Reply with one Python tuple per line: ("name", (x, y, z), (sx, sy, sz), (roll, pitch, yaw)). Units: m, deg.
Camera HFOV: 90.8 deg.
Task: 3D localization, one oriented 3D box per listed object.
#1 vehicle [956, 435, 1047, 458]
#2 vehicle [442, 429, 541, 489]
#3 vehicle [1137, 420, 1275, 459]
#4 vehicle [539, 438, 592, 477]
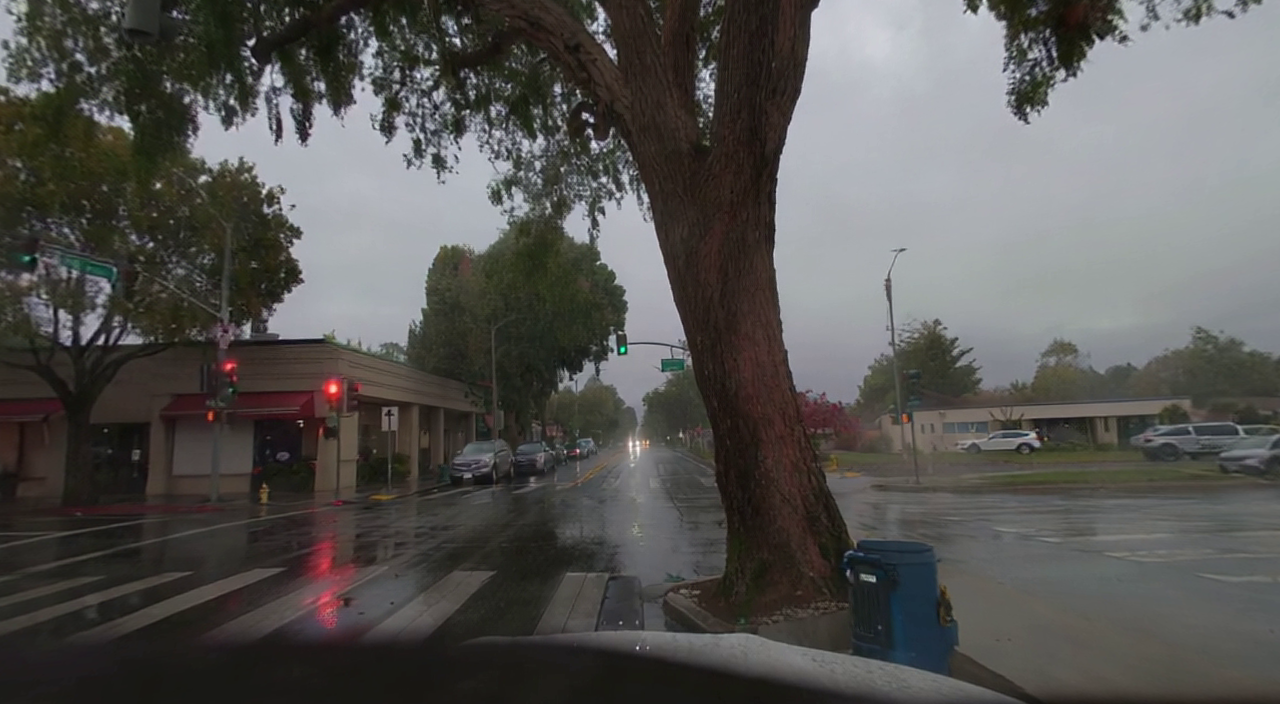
("vehicle", (25.003, 6.548, 43.839), (5.172, 1.515, 1.851), (0, -9, -2))
("vehicle", (-6.512, 4.827, 28.933), (2.896, 2.339, 7.322), (0, -9, -1))
("vehicle", (33.270, 5.165, 37.249), (5.969, 2.149, 2.331), (0, -9, -3))
("vehicle", (-3.655, 5.283, 31.913), (2.120, 1.783, 4.788), (0, -9, 0))
